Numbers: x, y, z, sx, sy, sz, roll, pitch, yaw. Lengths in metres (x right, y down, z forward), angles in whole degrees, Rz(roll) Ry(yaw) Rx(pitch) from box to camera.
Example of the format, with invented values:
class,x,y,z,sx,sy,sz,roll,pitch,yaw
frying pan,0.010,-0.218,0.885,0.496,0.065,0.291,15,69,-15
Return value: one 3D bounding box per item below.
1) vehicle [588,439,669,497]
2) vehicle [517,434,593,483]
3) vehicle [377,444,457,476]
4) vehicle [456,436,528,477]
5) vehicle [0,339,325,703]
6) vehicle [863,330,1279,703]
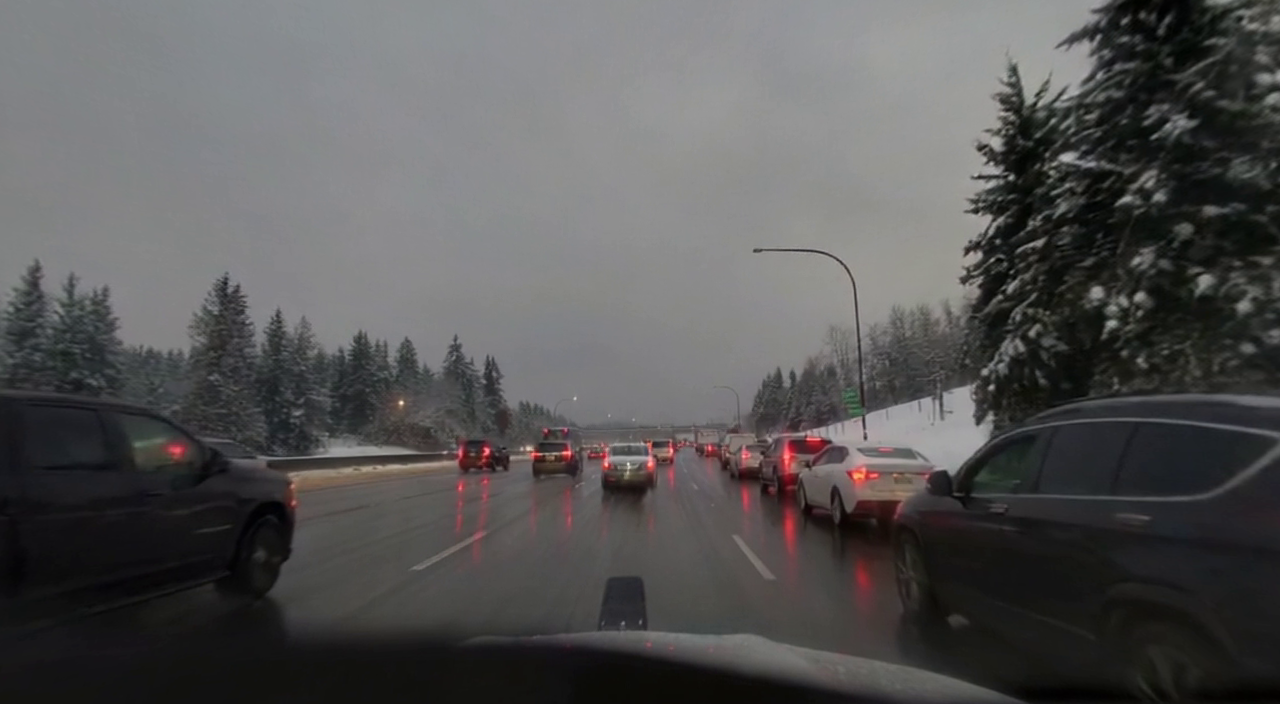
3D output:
class,x,y,z,sx,sy,sz,roll,pitch,yaw
vehicle,-0.242,3.263,18.164,2.070,1.456,4.029,0,-8,2
vehicle,-3.193,4.103,24.658,2.153,1.726,4.546,0,-8,3
vehicle,-10.883,5.277,31.173,1.903,1.460,4.958,-1,-8,3
vehicle,-6.630,4.741,28.798,2.023,1.693,4.386,-1,-8,3
vehicle,-4.116,0.873,3.150,2.110,1.811,5.585,0,-8,1
vehicle,2.777,0.900,2.681,1.964,1.631,4.837,0,-8,1
